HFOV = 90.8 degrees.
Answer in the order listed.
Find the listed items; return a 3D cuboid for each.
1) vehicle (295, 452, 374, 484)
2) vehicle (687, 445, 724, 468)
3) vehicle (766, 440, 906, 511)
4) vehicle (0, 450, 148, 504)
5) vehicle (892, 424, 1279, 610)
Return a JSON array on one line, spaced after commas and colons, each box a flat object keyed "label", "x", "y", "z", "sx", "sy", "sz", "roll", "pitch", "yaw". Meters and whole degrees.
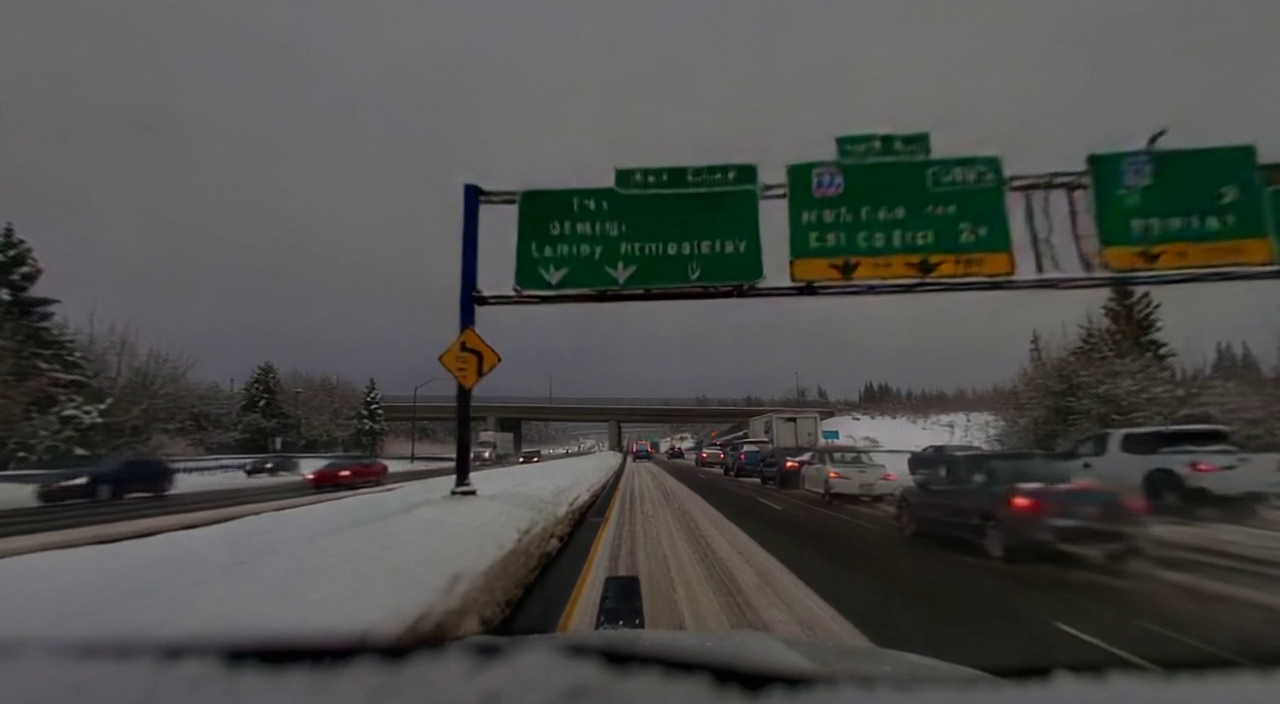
[{"label": "vehicle", "x": -15.945, "y": 6.064, "z": 33.258, "sx": 1.955, "sy": 1.474, "sz": 4.489, "roll": 0, "pitch": -8, "yaw": 0}, {"label": "vehicle", "x": 4.422, "y": 7.163, "z": 43.439, "sx": 1.971, "sy": 1.453, "sz": 4.414, "roll": 0, "pitch": -8, "yaw": -2}, {"label": "vehicle", "x": 4.647, "y": 2.977, "z": 15.789, "sx": 1.927, "sy": 1.489, "sz": 4.478, "roll": 0, "pitch": -8, "yaw": -2}, {"label": "vehicle", "x": -21.283, "y": 4.575, "z": 23.569, "sx": 1.922, "sy": 1.747, "sz": 4.705, "roll": 0, "pitch": -8, "yaw": 1}, {"label": "vehicle", "x": 5.081, "y": 1.721, "z": 7.698, "sx": 1.915, "sy": 1.512, "sz": 4.812, "roll": 0, "pitch": -8, "yaw": -1}]
